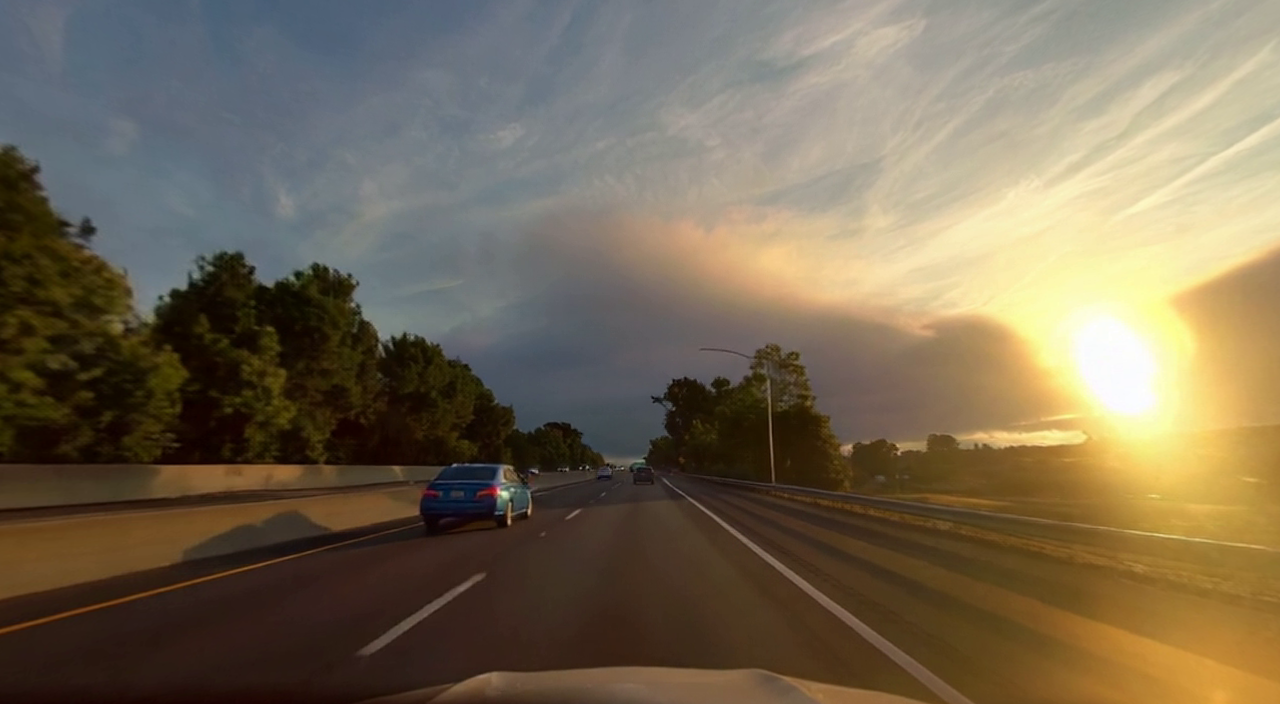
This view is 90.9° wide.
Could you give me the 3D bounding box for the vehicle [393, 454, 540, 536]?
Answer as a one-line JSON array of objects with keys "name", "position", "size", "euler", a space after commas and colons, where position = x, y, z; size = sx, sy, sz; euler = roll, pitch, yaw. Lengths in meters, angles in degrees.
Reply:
[{"name": "vehicle", "position": [-3.698, 3.159, 14.358], "size": [2.047, 1.523, 4.279], "euler": [1, -11, 1]}]
